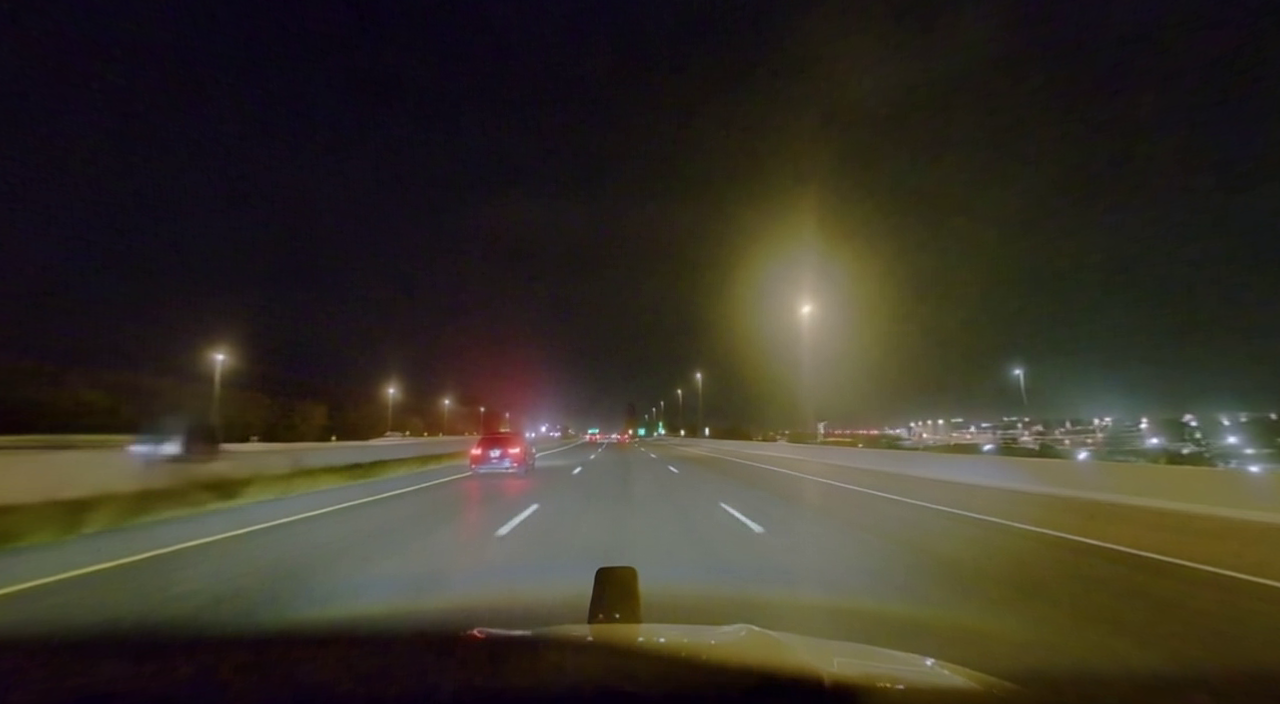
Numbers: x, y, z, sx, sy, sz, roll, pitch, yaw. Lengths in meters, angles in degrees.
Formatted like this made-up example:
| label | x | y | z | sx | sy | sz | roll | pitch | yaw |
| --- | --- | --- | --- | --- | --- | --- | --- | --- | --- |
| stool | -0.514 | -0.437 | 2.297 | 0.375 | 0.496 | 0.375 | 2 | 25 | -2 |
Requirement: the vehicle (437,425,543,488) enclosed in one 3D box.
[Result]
| label | x | y | z | sx | sy | sz | roll | pitch | yaw |
| --- | --- | --- | --- | --- | --- | --- | --- | --- | --- |
| vehicle | -4.146 | 2.947 | 18.187 | 2.062 | 1.591 | 4.156 | 0 | -8 | -1 |
